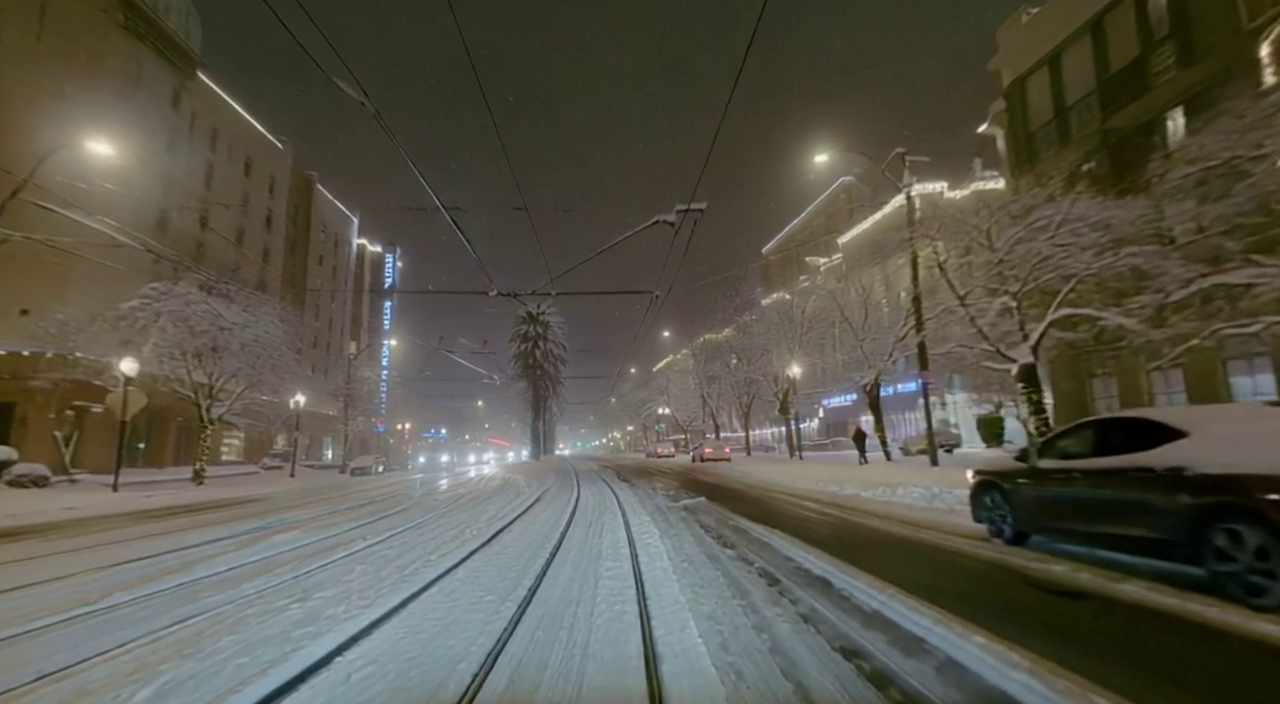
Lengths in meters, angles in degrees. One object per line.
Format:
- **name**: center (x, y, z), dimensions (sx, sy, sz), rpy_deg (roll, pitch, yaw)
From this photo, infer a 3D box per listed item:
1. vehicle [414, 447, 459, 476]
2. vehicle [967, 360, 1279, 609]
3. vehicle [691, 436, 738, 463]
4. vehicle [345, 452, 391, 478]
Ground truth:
- **vehicle**: center (-14.271, 7.689, 44.433), dimensions (2.127, 1.892, 4.655), rpy_deg (0, -9, -6)
- **vehicle**: center (5.497, 1.142, 5.986), dimensions (2.114, 1.691, 5.075), rpy_deg (-1, -9, 1)
- **vehicle**: center (5.033, 6.707, 43.282), dimensions (1.995, 1.677, 4.863), rpy_deg (0, -9, -8)
- **vehicle**: center (-21.047, 8.712, 48.911), dimensions (1.974, 1.808, 4.373), rpy_deg (0, -9, -6)
